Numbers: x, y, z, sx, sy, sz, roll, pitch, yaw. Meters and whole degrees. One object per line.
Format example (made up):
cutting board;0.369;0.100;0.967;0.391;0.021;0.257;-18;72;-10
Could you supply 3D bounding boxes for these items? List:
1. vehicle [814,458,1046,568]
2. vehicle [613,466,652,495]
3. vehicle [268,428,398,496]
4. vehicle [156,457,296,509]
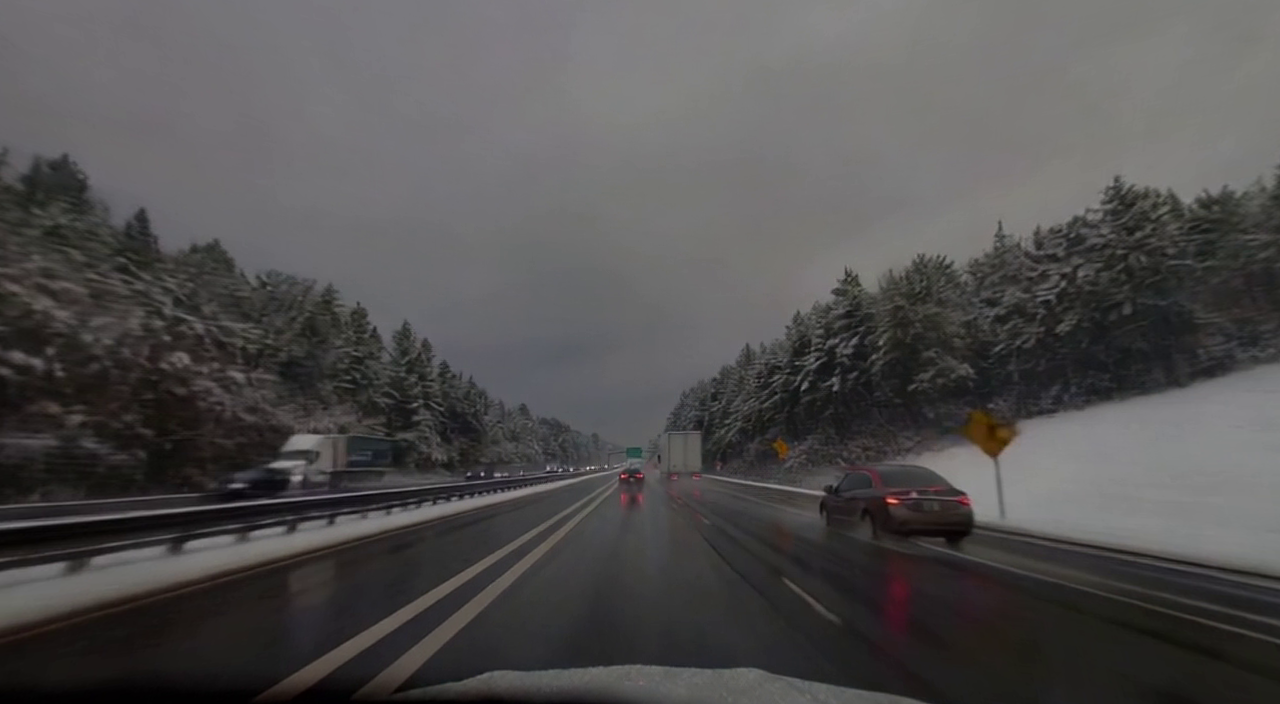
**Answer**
vehicle;4.642;2.643;10.980;1.897;1.476;4.334;1;-10;-1
vehicle;-0.419;6.961;34.369;2.010;1.436;3.973;1;-10;-1
vehicle;-20.053;7.445;42.416;2.946;3.818;11.566;-1;-10;0
vehicle;-16.357;5.209;25.344;2.027;1.800;5.243;1;-10;0
